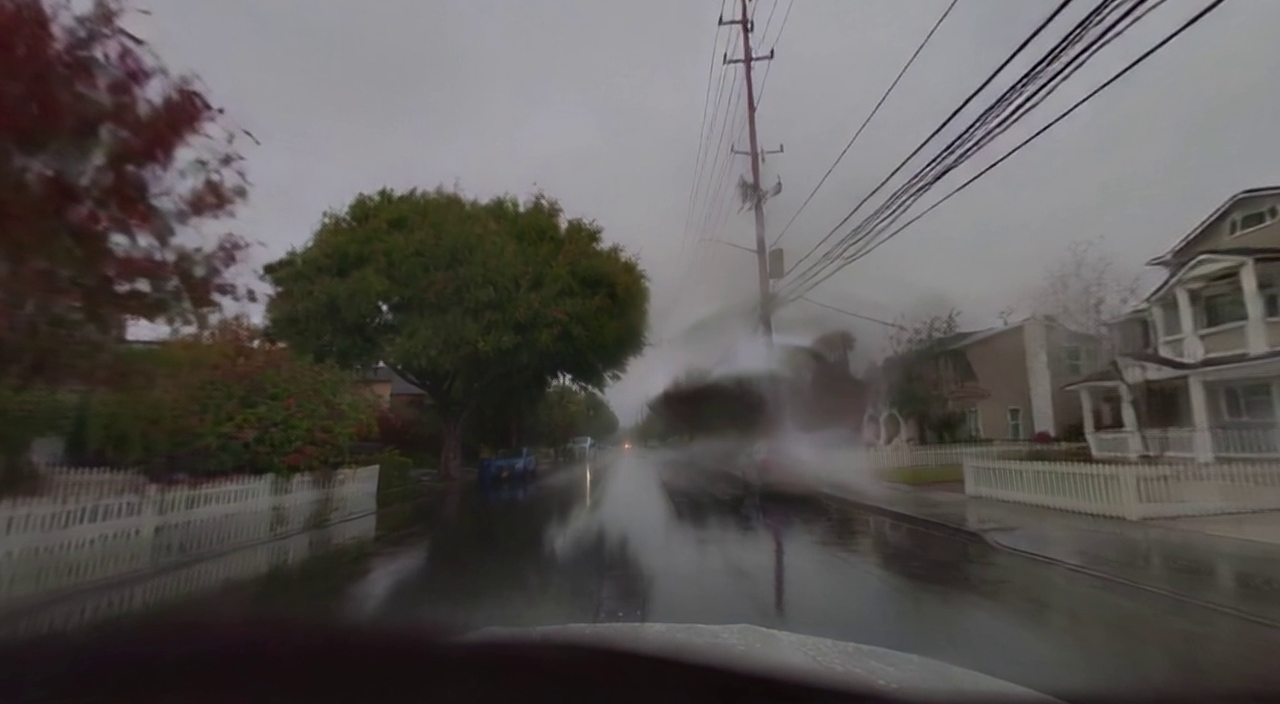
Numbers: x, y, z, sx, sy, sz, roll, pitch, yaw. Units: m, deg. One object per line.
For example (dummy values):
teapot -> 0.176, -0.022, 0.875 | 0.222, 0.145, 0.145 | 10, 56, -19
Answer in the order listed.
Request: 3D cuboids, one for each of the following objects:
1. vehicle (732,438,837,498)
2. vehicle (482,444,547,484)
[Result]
vehicle -> 4.150, 3.403, 18.829 | 2.020, 1.558, 3.925 | 1, -9, -3
vehicle -> -5.827, 5.208, 29.912 | 1.954, 1.551, 5.128 | -3, -7, 1
